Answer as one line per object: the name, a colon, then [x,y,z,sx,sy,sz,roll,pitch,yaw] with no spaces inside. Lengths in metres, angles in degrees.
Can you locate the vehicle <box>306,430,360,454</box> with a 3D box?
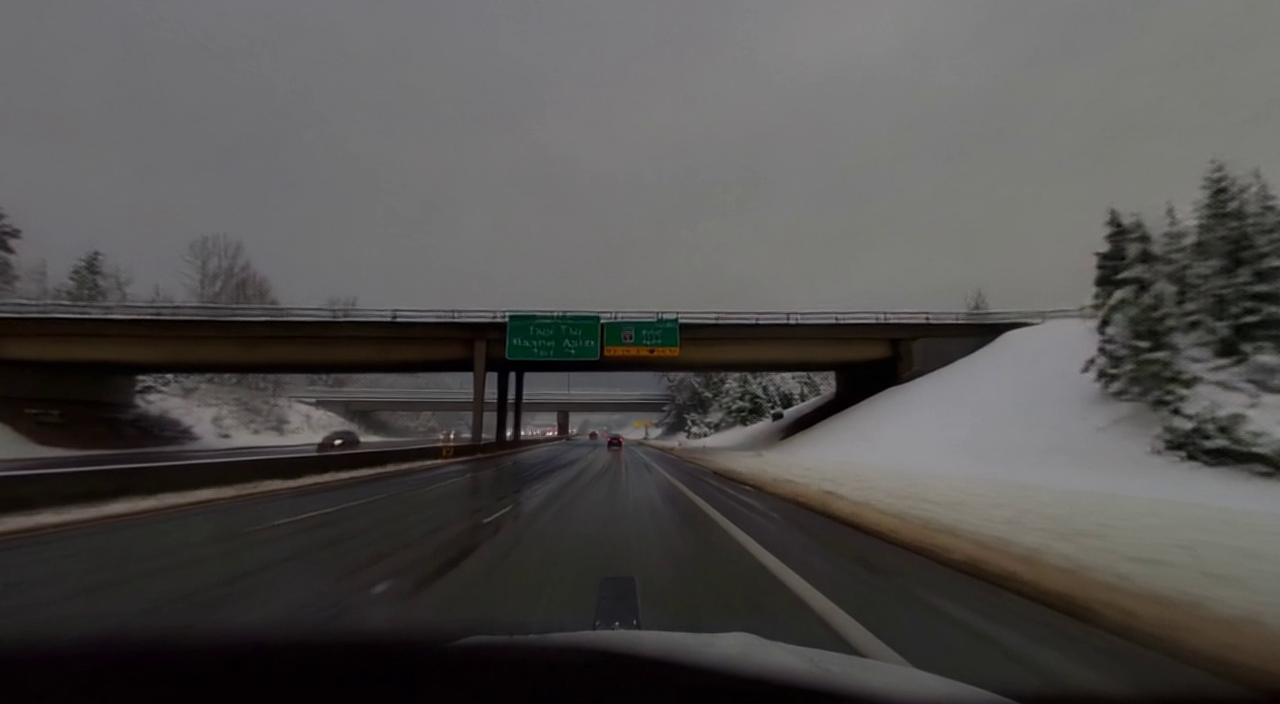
vehicle: [-22.430,6.562,46.117,1.946,1.673,4.223,0,-8,-2]
